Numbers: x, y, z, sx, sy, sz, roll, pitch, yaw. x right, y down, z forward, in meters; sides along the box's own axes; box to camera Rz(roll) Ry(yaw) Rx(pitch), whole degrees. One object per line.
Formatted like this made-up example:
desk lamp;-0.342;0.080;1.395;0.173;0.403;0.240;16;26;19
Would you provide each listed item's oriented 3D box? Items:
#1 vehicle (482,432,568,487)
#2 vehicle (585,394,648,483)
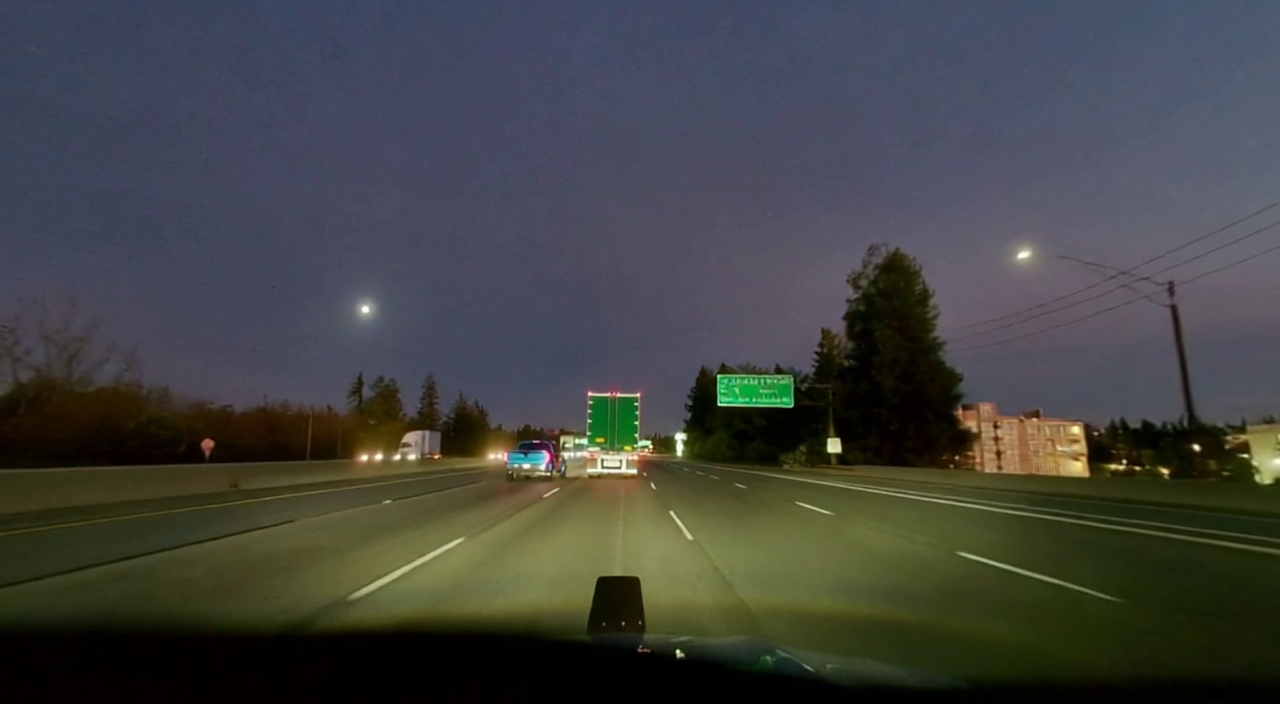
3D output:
vehicle;-4.930;4.754;28.300;2.749;2.141;6.515;0;-8;-1
vehicle;-1.253;4.921;35.517;2.879;4.085;13.125;0;-8;-1
